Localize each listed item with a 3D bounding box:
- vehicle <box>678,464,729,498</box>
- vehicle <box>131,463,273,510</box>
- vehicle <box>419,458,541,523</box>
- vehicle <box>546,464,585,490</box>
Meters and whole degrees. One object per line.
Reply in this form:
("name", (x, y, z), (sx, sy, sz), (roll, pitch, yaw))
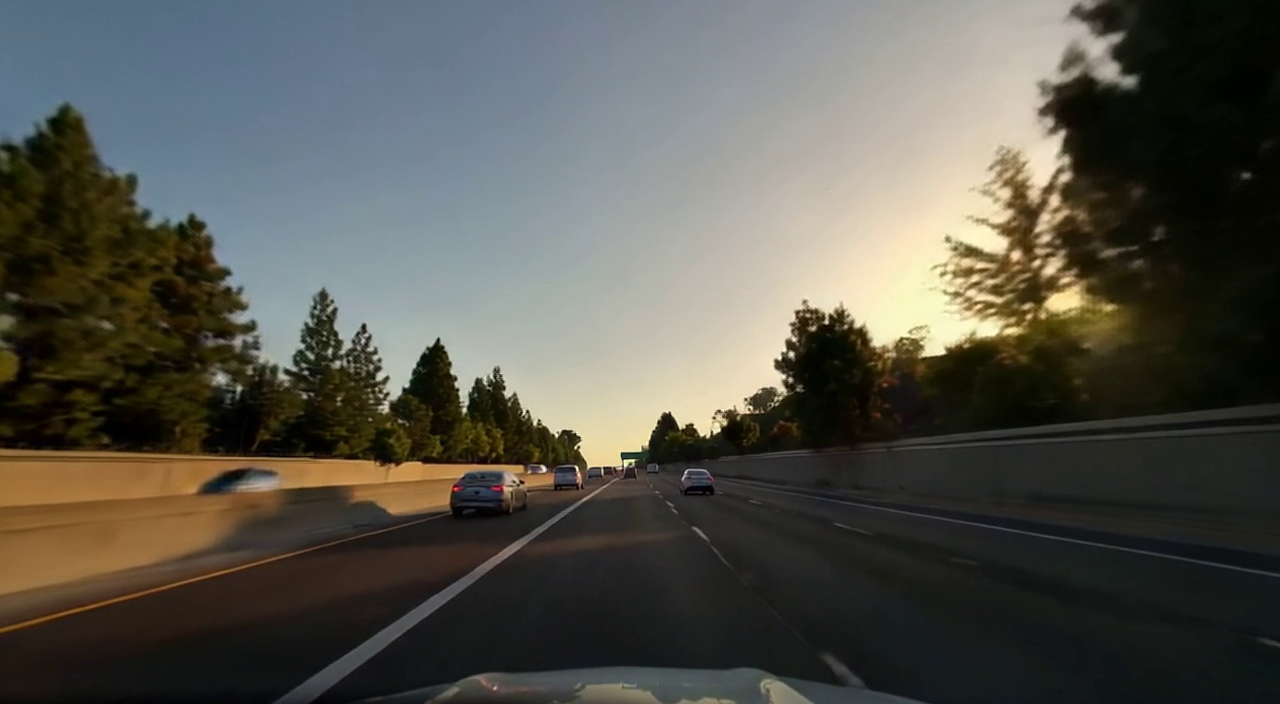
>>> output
("vehicle", (3.017, 6.289, 30.918), (1.981, 1.516, 4.109), (1, -11, -1))
("vehicle", (-16.513, 5.074, 24.146), (2.005, 1.580, 4.764), (1, -11, -1))
("vehicle", (-4.058, 3.637, 16.933), (2.004, 1.468, 4.812), (1, -11, 0))
("vehicle", (-4.532, 7.668, 38.896), (2.000, 1.484, 3.995), (1, -11, -1))
